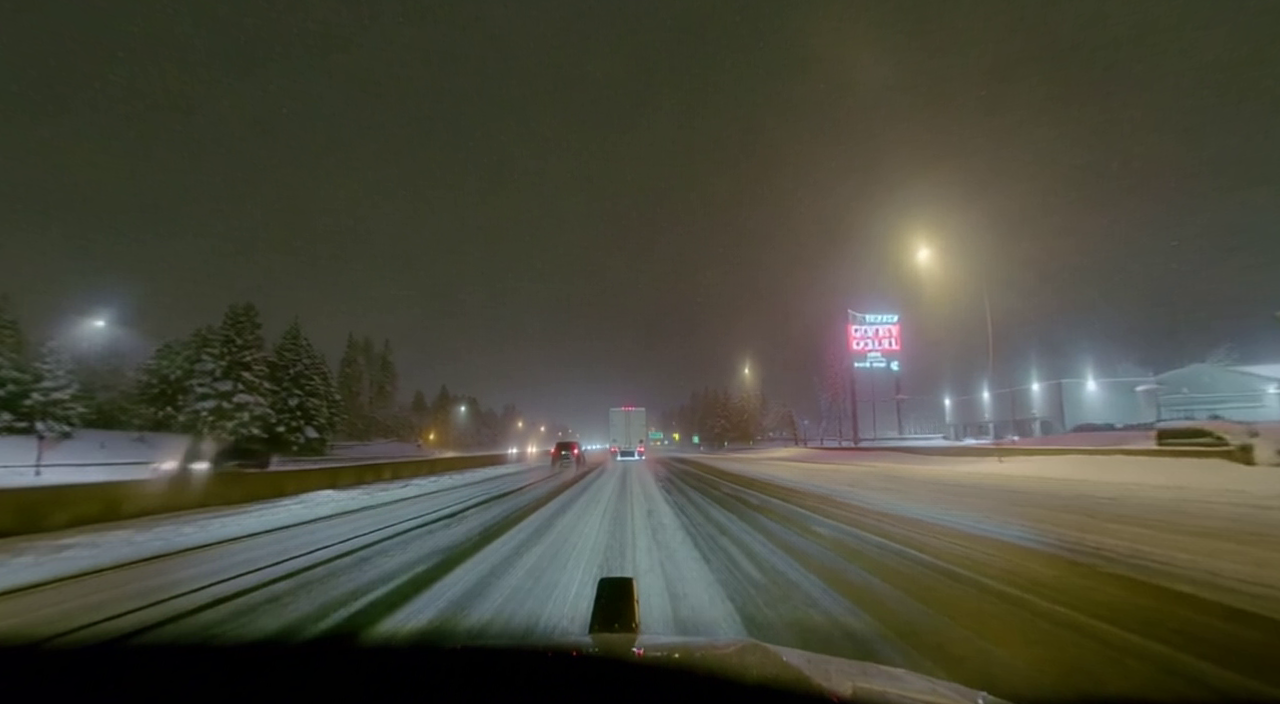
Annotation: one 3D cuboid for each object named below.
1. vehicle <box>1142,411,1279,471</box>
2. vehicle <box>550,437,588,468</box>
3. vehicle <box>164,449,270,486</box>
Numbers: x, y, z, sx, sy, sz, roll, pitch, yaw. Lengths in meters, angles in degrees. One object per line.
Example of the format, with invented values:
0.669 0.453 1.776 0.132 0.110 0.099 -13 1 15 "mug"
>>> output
29.101 4.573 32.466 2.277 2.699 7.384 -3 -9 15 "vehicle"
-4.728 6.803 42.829 2.095 1.930 4.680 0 -8 0 "vehicle"
-20.028 5.462 30.219 1.988 1.555 4.556 0 -8 -1 "vehicle"
